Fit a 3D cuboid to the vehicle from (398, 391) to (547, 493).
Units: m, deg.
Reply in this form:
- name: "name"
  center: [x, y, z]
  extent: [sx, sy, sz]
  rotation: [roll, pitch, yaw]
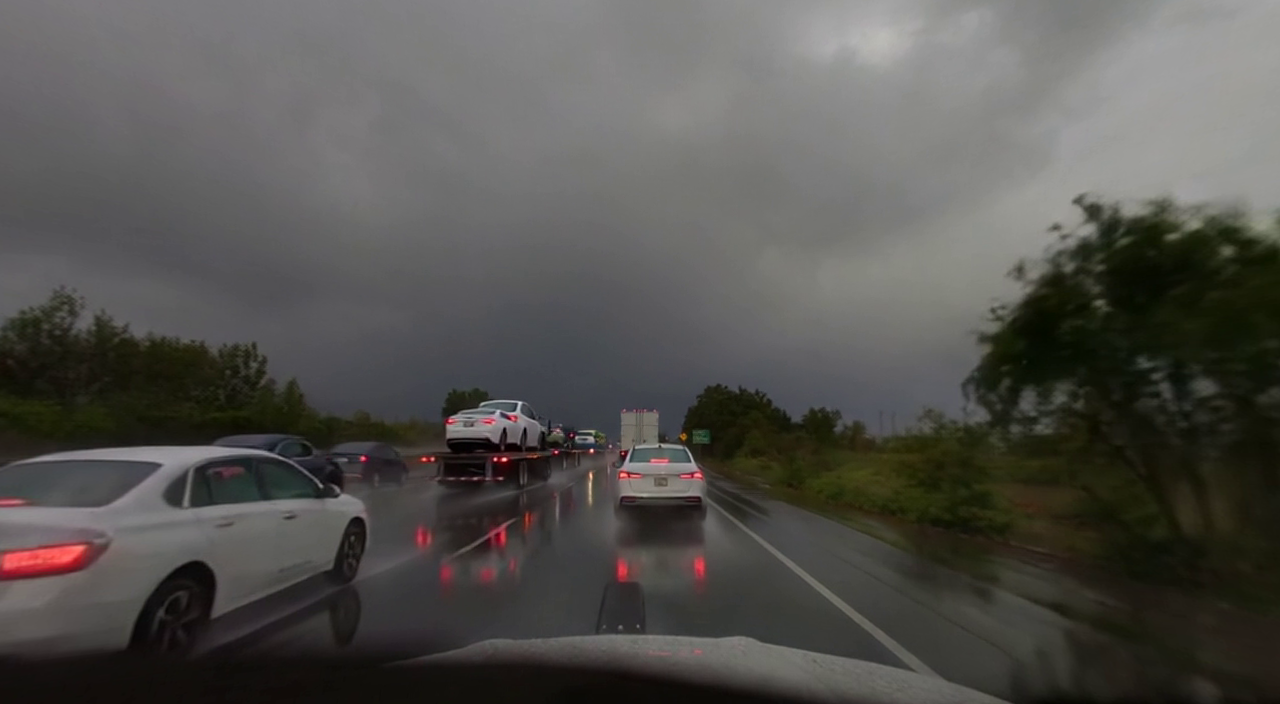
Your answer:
- name: "vehicle"
  center: [-2.937, 1.726, 12.060]
  extent: [2.031, 1.594, 4.103]
  rotation: [1, -9, -5]

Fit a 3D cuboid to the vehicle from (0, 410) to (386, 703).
- name: "vehicle"
  center: [-3.663, 1.229, 4.210]
  extent: [1.947, 1.470, 4.526]
  rotation: [0, -9, 2]

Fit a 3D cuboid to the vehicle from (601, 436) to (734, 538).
- name: "vehicle"
  center: [0.391, 2.286, 11.212]
  extent: [1.991, 1.507, 3.391]
  rotation: [0, -9, 0]

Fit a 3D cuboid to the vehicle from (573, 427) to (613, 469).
- name: "vehicle"
  center: [-3.251, 6.870, 44.997]
  extent: [2.289, 2.710, 6.726]
  rotation: [0, -9, 0]
